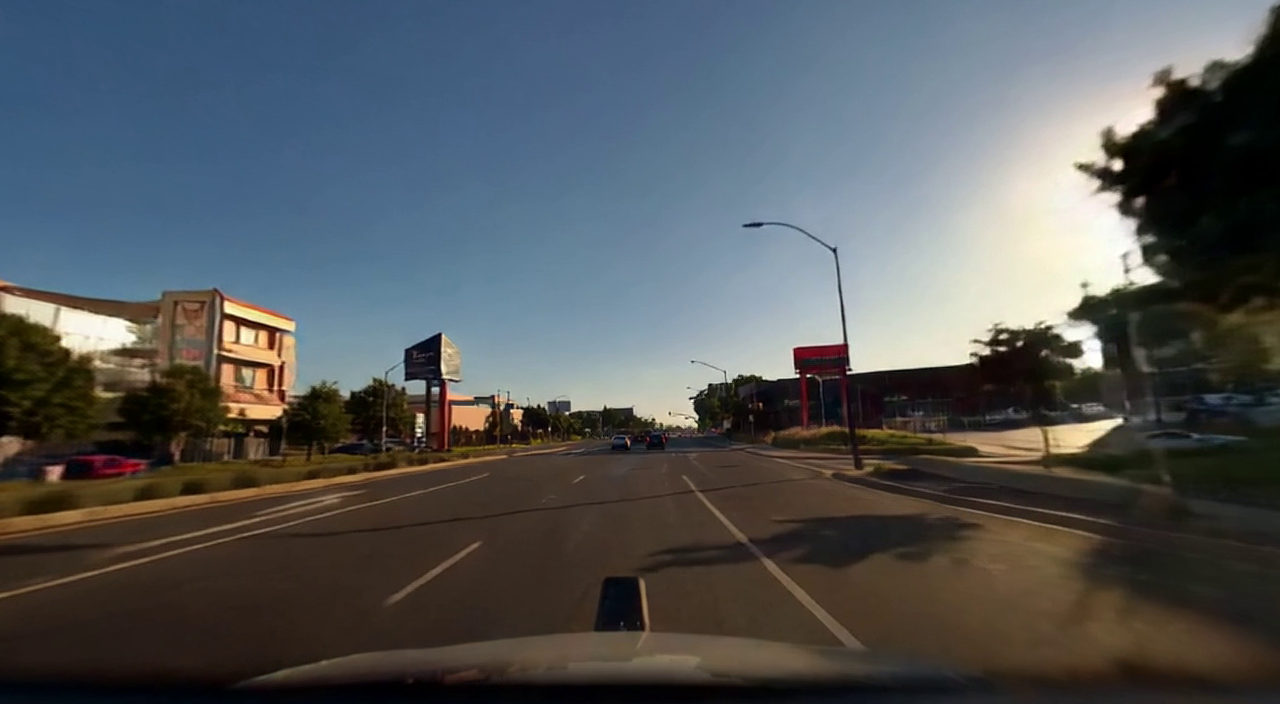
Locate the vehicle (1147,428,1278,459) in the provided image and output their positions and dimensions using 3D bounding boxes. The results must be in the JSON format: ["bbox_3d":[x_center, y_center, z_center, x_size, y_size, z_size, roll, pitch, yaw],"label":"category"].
[{"bbox_3d":[27.597,4.463,30.571,4.225,1.404,1.994,-1,-9,5],"label":"vehicle"}]

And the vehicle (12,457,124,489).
[{"bbox_3d":[-33.615,7.136,37.229,4.743,1.760,2.046,-1,-9,4],"label":"vehicle"}]
